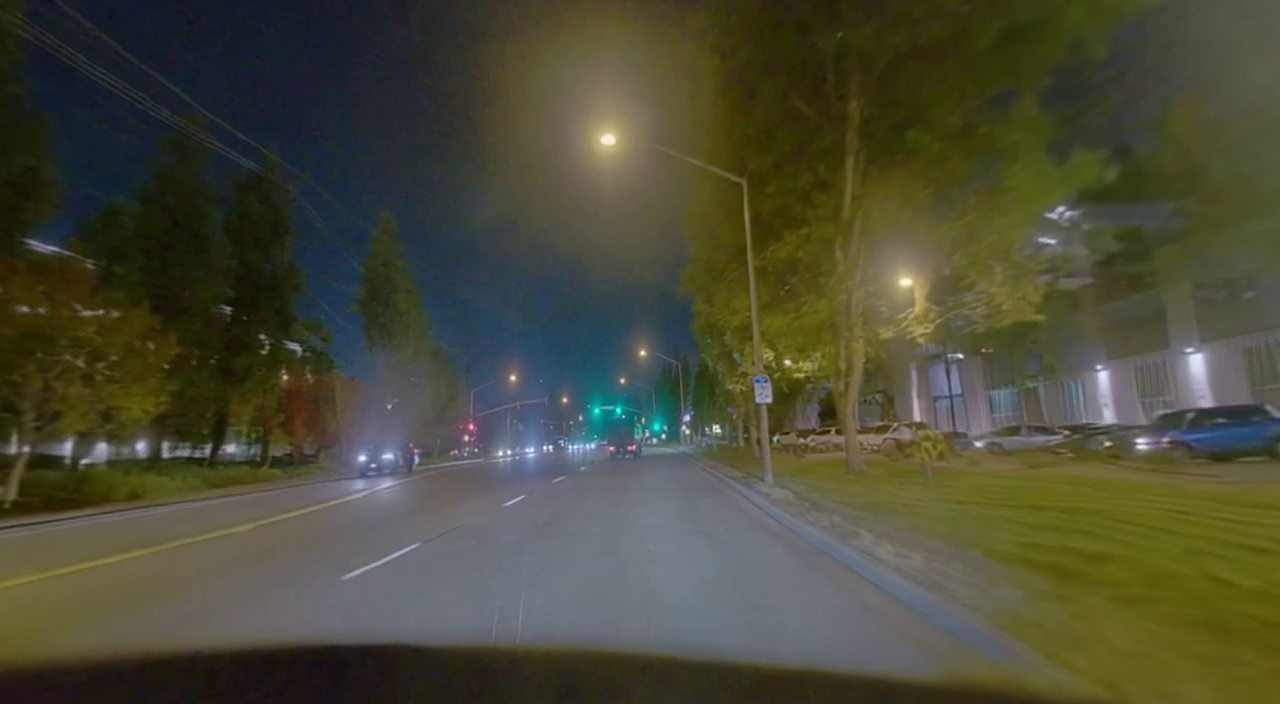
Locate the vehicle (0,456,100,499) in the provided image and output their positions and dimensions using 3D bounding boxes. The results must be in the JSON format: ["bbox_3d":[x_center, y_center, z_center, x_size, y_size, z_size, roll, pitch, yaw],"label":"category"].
[{"bbox_3d":[-30.477,6.334,32.164,1.967,1.877,4.256,0,-8,0],"label":"vehicle"}]

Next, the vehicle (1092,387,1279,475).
[{"bbox_3d":[14.473,2.022,15.948,4.437,2.022,2.173,1,-8,-6],"label":"vehicle"}]

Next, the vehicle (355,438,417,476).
[{"bbox_3d":[-16.697,6.877,41.742,2.380,2.179,5.187,-2,-8,-5],"label":"vehicle"}]
